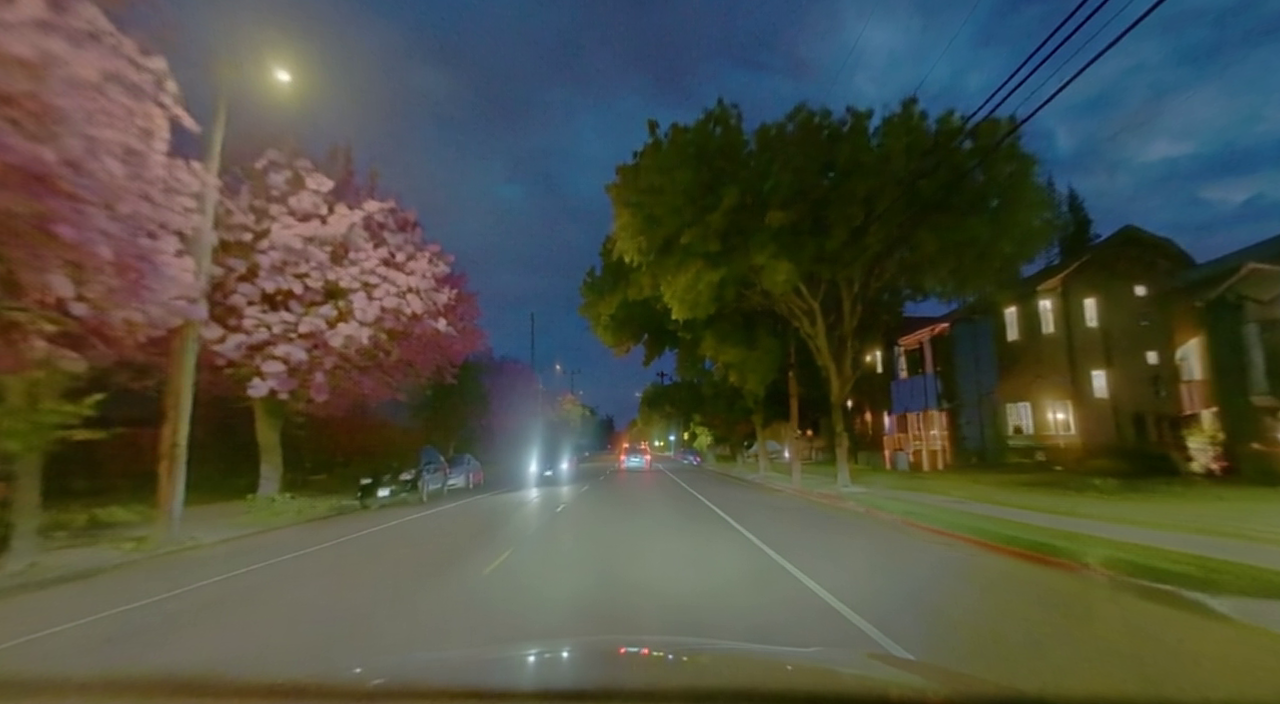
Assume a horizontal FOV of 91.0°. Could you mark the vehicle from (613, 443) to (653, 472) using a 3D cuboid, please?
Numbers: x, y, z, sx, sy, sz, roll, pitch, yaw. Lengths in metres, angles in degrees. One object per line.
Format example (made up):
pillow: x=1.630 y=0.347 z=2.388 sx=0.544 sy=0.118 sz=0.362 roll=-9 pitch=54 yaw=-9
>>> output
vehicle: x=-0.381 y=5.849 z=35.100 sx=2.104 sy=1.500 sz=3.815 roll=0 pitch=-8 yaw=-1

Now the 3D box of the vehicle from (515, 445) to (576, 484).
vehicle: x=-3.995 y=4.841 z=27.386 sx=2.022 sy=1.534 sz=4.320 roll=0 pitch=-8 yaw=-1

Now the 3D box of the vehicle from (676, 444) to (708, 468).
vehicle: x=3.795 y=7.684 z=46.748 sx=1.895 sy=1.640 sz=4.090 roll=0 pitch=-8 yaw=-1

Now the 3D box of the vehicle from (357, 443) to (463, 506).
vehicle: x=-7.695 y=4.171 z=21.596 sx=2.022 sy=1.795 sz=4.337 roll=-3 pitch=-10 yaw=0
